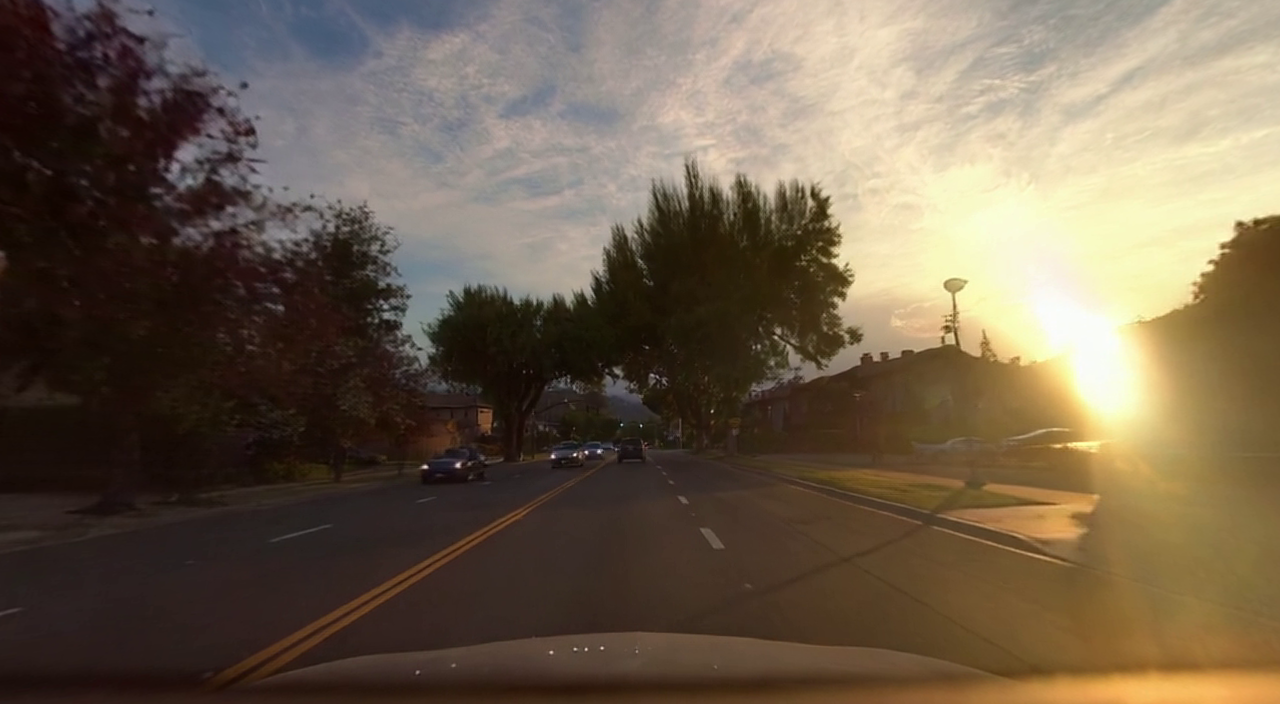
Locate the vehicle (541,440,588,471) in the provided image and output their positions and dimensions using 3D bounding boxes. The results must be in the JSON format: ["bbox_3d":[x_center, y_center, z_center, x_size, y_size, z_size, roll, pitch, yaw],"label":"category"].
[{"bbox_3d":[-4.215,5.878,36.065,2.115,1.638,4.098,0,-9,1],"label":"vehicle"}]

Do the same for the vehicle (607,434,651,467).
[{"bbox_3d":[-0.617,6.176,39.596,2.554,1.902,5.329,0,-9,1],"label":"vehicle"}]

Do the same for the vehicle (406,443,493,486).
[{"bbox_3d":[-7.969,4.746,27.010,2.211,1.608,4.942,-1,-9,0],"label":"vehicle"}]
